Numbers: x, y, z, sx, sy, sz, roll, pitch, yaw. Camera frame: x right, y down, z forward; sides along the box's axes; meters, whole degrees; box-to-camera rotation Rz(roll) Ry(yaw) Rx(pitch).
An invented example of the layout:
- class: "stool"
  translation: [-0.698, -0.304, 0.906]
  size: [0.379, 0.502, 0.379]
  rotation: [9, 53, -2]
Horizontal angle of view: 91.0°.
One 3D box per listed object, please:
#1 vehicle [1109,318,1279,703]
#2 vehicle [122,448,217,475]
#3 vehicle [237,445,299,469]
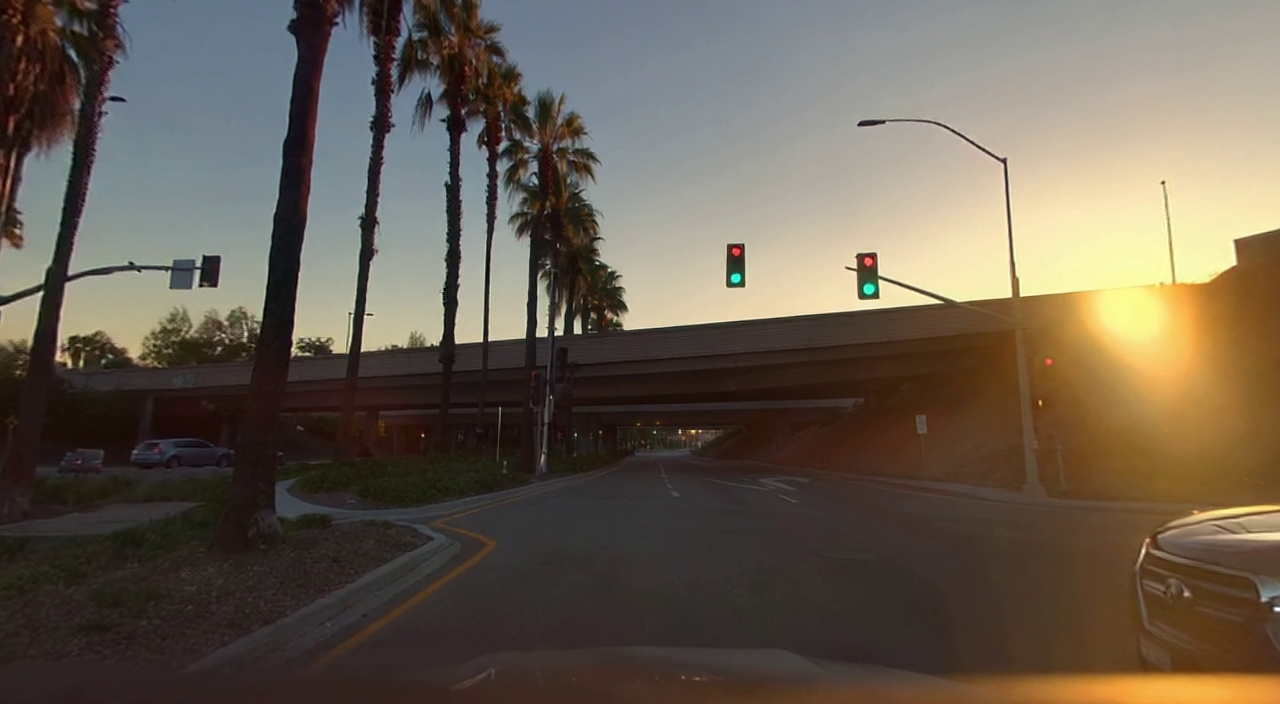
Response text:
- class: "vehicle"
  translation: [3.446, 0.521, 0.795]
  size: [2.028, 1.770, 4.737]
  rotation: [0, -9, 0]
- class: "vehicle"
  translation: [-26.563, 6.169, 35.754]
  size: [1.830, 1.443, 4.551]
  rotation: [0, -9, 2]
- class: "vehicle"
  translation: [-26.269, 7.415, 44.568]
  size: [1.941, 1.631, 4.017]
  rotation: [0, -9, 0]
